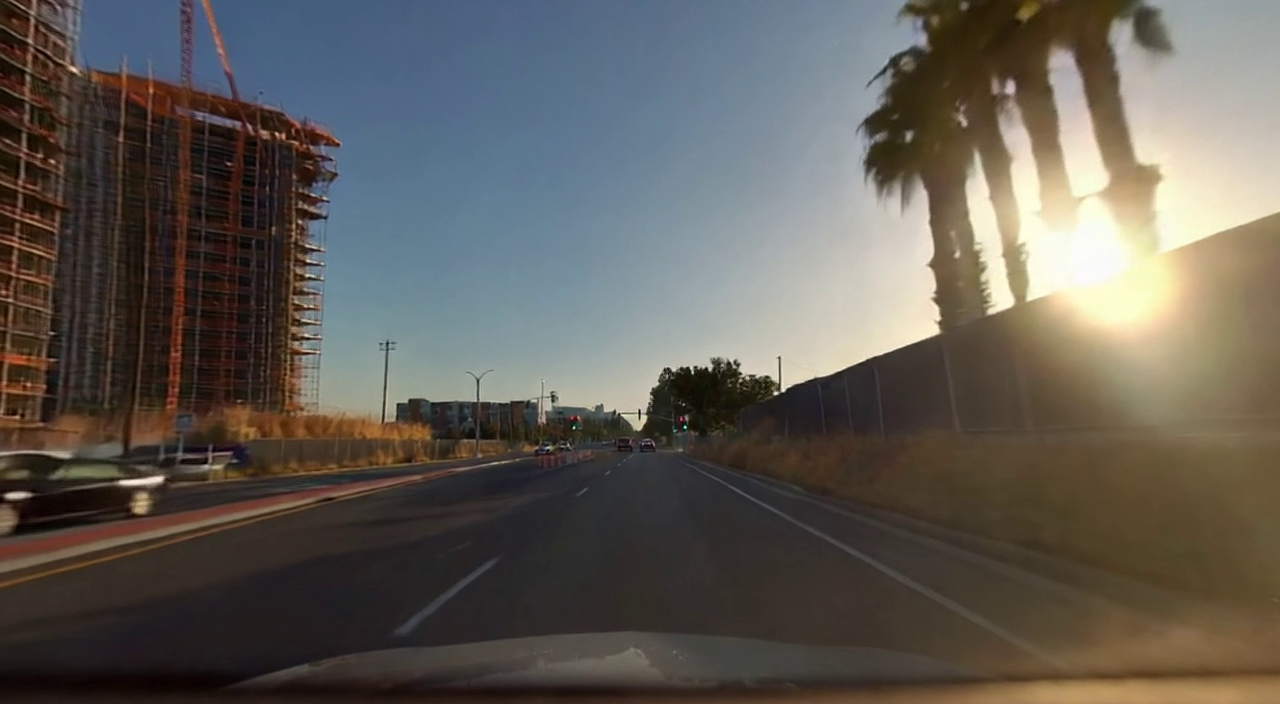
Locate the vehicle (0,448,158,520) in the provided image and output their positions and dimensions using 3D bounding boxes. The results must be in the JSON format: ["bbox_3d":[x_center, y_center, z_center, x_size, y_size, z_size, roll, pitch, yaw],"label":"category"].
[{"bbox_3d":[-14.745,3.128,15.522,2.113,1.478,4.828,0,-8,-3],"label":"vehicle"}]

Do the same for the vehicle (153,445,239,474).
[{"bbox_3d":[-29.528,7.117,42.186,2.213,1.795,5.964,1,-8,-9],"label":"vehicle"}]
